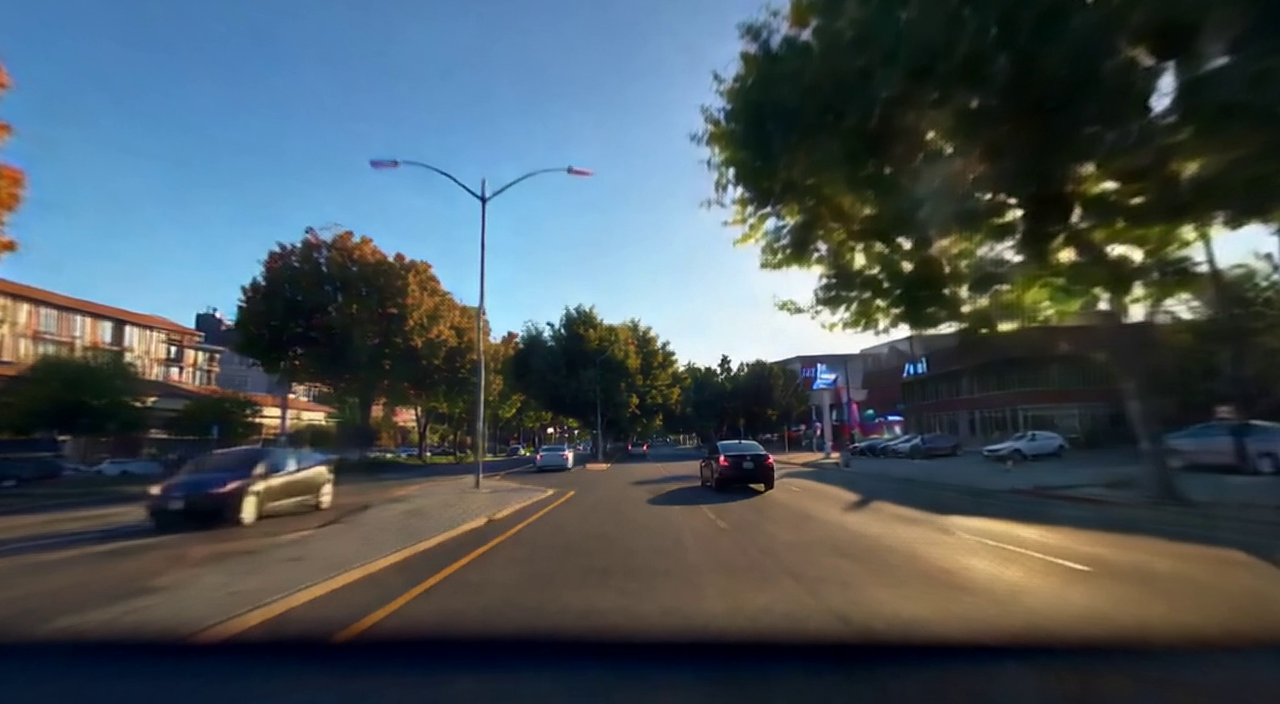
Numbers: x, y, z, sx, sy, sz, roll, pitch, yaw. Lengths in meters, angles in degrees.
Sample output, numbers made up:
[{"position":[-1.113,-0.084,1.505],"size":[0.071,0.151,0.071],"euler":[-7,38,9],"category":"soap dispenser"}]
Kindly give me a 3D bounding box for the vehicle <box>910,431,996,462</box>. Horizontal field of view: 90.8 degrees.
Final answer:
[{"position":[18.090,5.469,36.551],"size":[4.446,1.692,2.184],"euler":[4,-10,-28],"category":"vehicle"}]

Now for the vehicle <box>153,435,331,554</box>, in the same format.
[{"position":[-6.902,2.244,10.770],"size":[2.053,1.555,4.296],"euler":[6,-11,-36],"category":"vehicle"}]

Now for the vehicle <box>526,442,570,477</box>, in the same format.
[{"position":[-4.292,5.028,29.669],"size":[1.905,1.471,4.302],"euler":[-1,-9,-8],"category":"vehicle"}]

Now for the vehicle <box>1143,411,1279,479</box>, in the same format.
[{"position":[17.033,2.532,17.187],"size":[2.280,1.699,5.098],"euler":[1,-9,-4],"category":"vehicle"}]

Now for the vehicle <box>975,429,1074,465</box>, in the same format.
[{"position":[18.806,4.639,30.868],"size":[4.524,1.653,2.109],"euler":[5,-10,-30],"category":"vehicle"}]

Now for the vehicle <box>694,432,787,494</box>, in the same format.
[{"position":[2.916,3.332,19.330],"size":[1.963,1.677,4.229],"euler":[0,-9,-2],"category":"vehicle"}]
